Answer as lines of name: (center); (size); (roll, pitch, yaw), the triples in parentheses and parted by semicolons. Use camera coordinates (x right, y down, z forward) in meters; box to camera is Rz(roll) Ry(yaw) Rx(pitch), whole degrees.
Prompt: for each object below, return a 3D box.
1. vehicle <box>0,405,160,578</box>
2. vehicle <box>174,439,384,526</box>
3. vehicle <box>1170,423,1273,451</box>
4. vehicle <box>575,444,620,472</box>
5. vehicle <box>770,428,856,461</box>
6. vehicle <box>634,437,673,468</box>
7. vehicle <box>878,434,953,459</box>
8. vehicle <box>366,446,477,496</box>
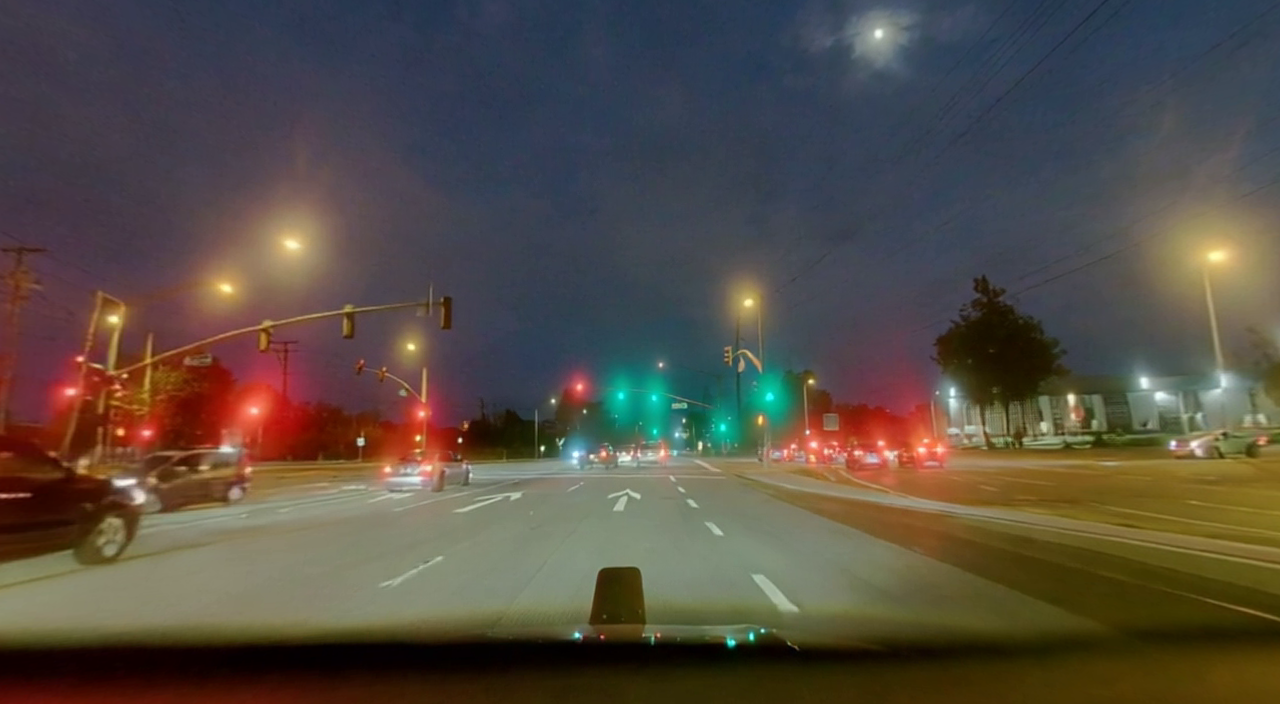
vehicle: (-7.482, 1.425, 6.461); (1.860, 1.754, 4.089); (0, -8, 0)
vehicle: (-7.556, 2.725, 13.858); (1.912, 1.573, 4.299); (0, -8, 2)
vehicle: (41.310, 6.075, 44.963); (4.988, 1.916, 2.172); (-1, -8, 3)
vehicle: (-2.351, 6.050, 36.233); (2.064, 1.464, 4.373); (0, -8, 3)
vehicle: (12.763, 6.892, 46.986); (5.748, 2.332, 2.361); (-1, -8, 3)
vehicle: (0.887, 6.409, 40.311); (2.276, 1.850, 3.897); (-1, -8, 4)
vehicle: (20.167, 6.907, 46.336); (4.544, 1.764, 1.985); (-1, -8, 4)
vehicle: (-7.101, 3.892, 21.146); (1.904, 1.449, 4.580); (0, -8, 3)
